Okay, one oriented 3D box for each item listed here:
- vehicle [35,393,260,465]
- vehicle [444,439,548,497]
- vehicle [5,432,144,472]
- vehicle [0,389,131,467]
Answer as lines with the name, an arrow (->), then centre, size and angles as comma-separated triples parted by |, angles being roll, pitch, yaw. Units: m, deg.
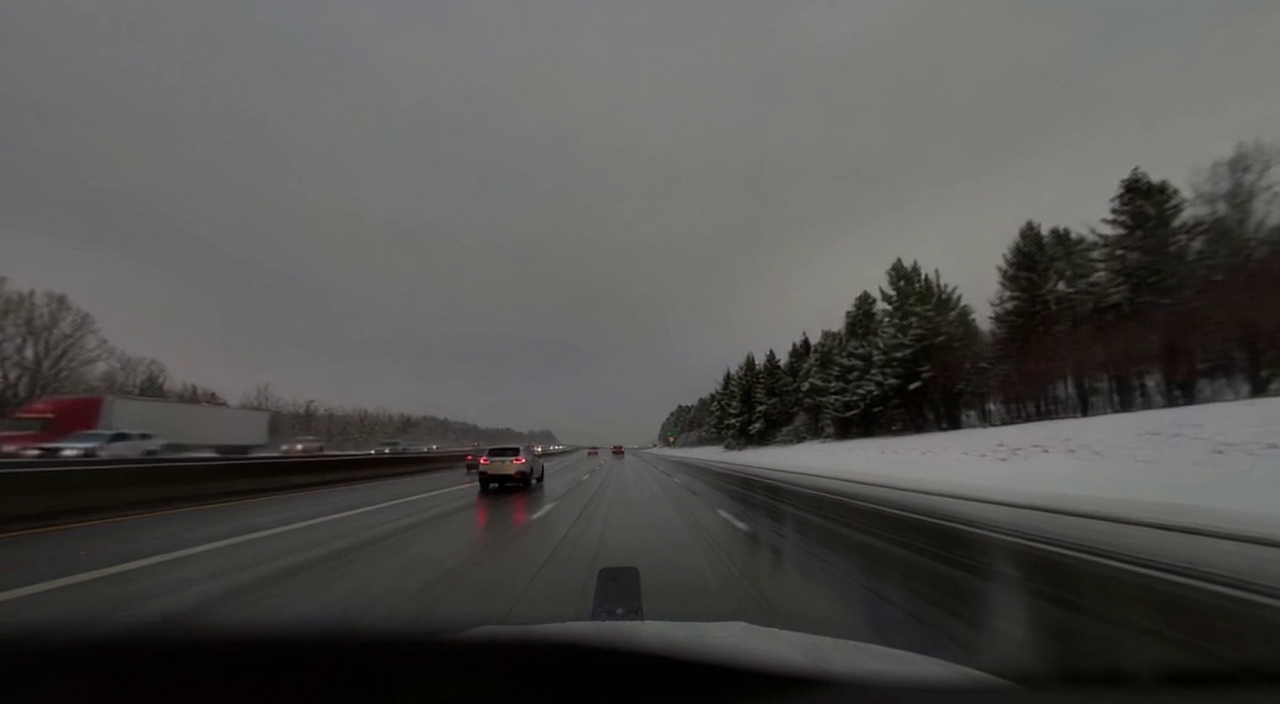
vehicle -> -33.551, 5.723, 44.966 | 2.900, 4.172, 16.828 | 0, -9, -1
vehicle -> -4.147, 3.436, 19.067 | 2.073, 1.516, 4.478 | 0, -9, 0
vehicle -> -25.128, 4.474, 28.350 | 1.962, 1.659, 4.592 | 0, -9, -1
vehicle -> -33.181, 4.391, 35.732 | 2.988, 3.971, 6.742 | 0, -9, -2
